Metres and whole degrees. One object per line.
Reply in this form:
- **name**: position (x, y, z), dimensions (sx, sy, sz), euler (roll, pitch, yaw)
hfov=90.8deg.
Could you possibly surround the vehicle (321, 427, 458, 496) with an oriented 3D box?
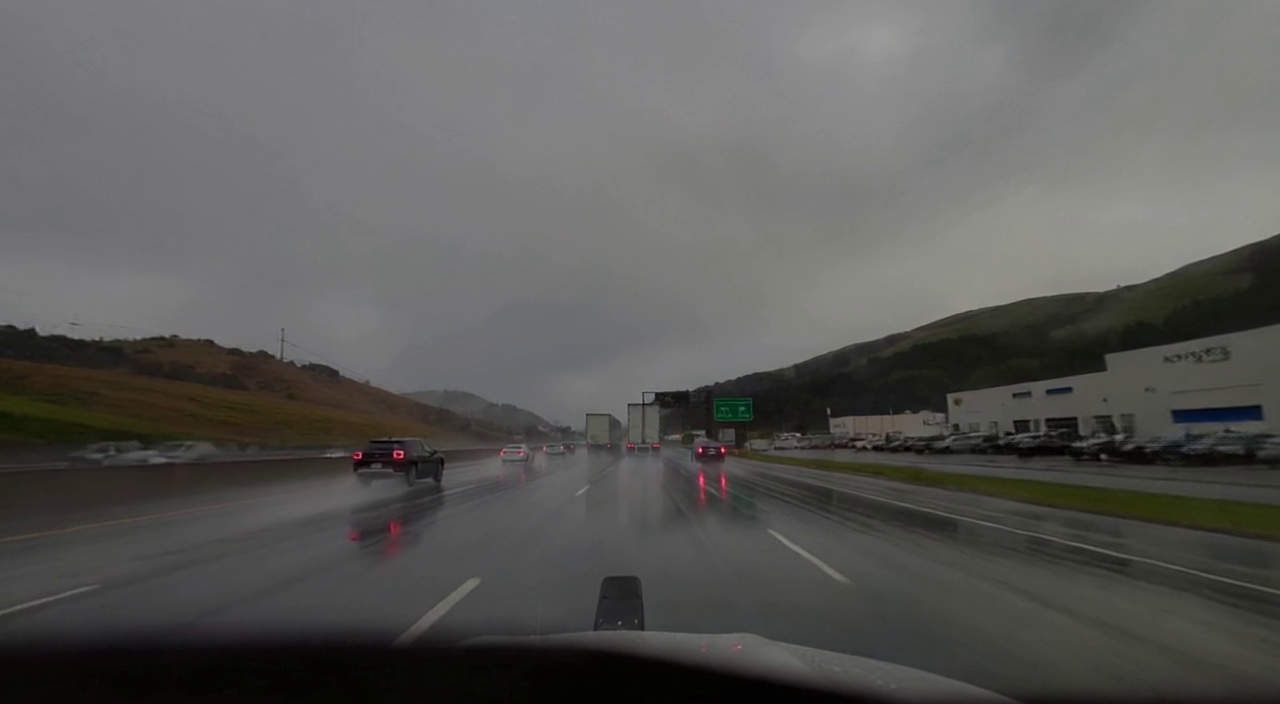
- **vehicle**: position (-7.071, 3.160, 18.470), dimensions (2.122, 1.754, 4.379), euler (0, -9, 1)

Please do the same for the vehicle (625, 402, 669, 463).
- **vehicle**: position (0.395, 6.306, 48.612), dimensions (2.969, 4.104, 10.906), euler (0, -9, -1)

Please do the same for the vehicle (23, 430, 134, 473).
- **vehicle**: position (-40.730, 7.229, 46.030), dimensions (2.899, 2.889, 5.481), euler (-1, -8, 0)

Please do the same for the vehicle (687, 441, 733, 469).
- **vehicle**: position (3.756, 5.646, 34.738), dimensions (2.006, 1.452, 4.246), euler (0, -9, -1)

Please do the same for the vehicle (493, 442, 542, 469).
- **vehicle**: position (-7.167, 6.096, 37.375), dimensions (1.891, 1.460, 4.506), euler (0, -9, 1)
